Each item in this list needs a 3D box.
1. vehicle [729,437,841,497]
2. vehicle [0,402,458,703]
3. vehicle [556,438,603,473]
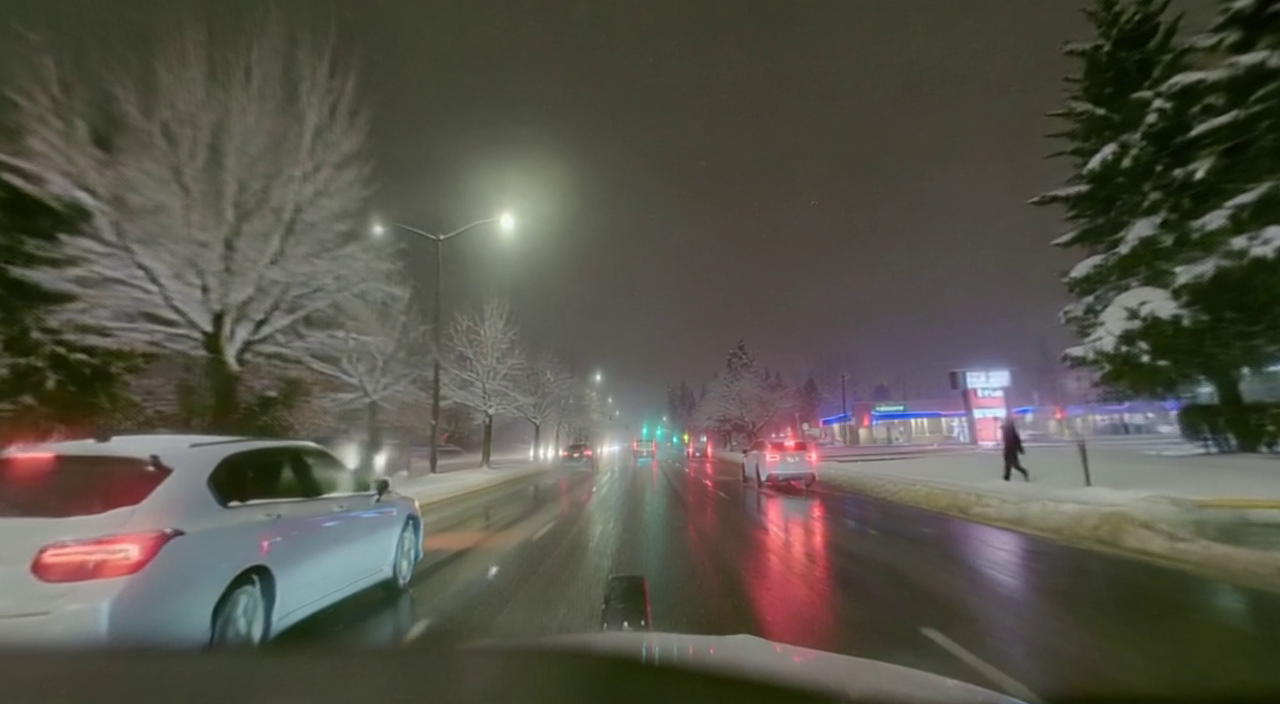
[{"bbox_3d":[3.966,3.232,18.149,2.036,1.480,4.659,0,-8,-1],"label":"vehicle"},{"bbox_3d":[-2.990,1.218,4.124,2.082,1.460,4.922,0,-8,1],"label":"vehicle"},{"bbox_3d":[-3.134,5.461,33.569,1.981,1.731,4.360,0,-8,1],"label":"vehicle"}]
